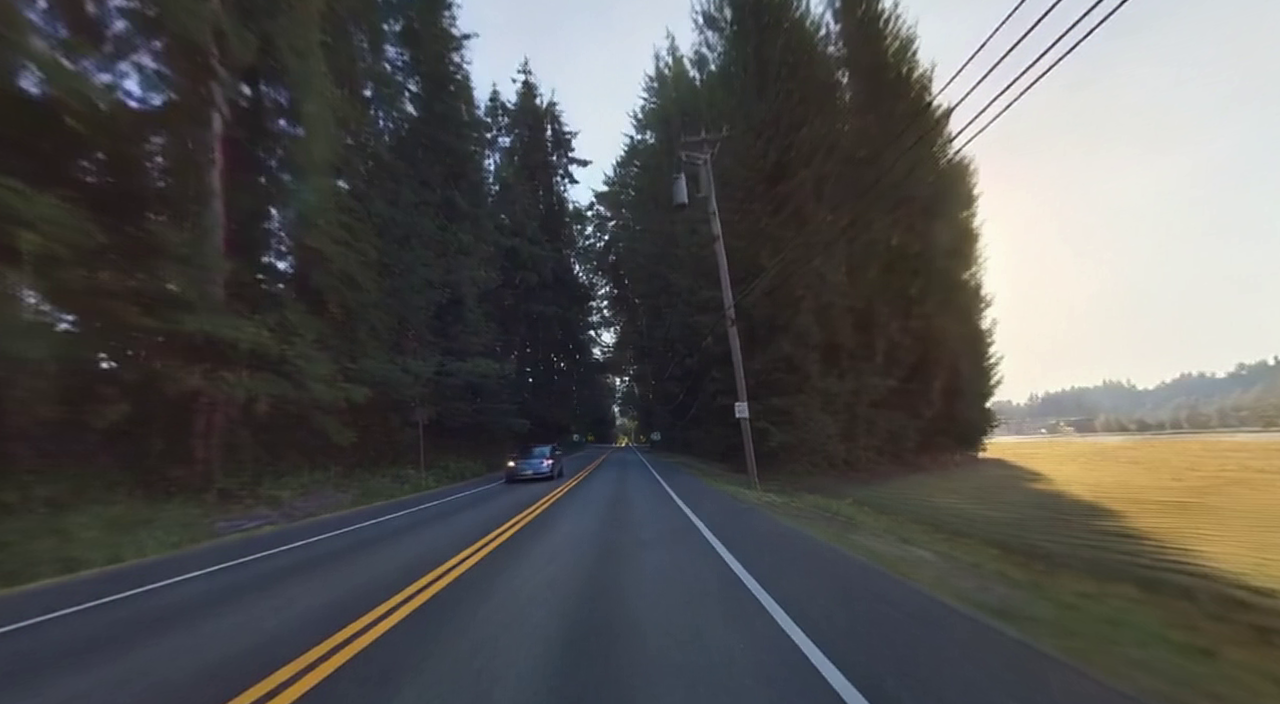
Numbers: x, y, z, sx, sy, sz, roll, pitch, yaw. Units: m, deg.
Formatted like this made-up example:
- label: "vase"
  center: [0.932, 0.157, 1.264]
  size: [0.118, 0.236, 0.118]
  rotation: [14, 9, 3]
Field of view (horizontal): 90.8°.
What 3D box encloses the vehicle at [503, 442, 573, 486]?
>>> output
- label: "vehicle"
  center: [-3.925, 4.364, 24.979]
  size: [2.030, 1.552, 4.188]
  rotation: [0, -9, 0]
